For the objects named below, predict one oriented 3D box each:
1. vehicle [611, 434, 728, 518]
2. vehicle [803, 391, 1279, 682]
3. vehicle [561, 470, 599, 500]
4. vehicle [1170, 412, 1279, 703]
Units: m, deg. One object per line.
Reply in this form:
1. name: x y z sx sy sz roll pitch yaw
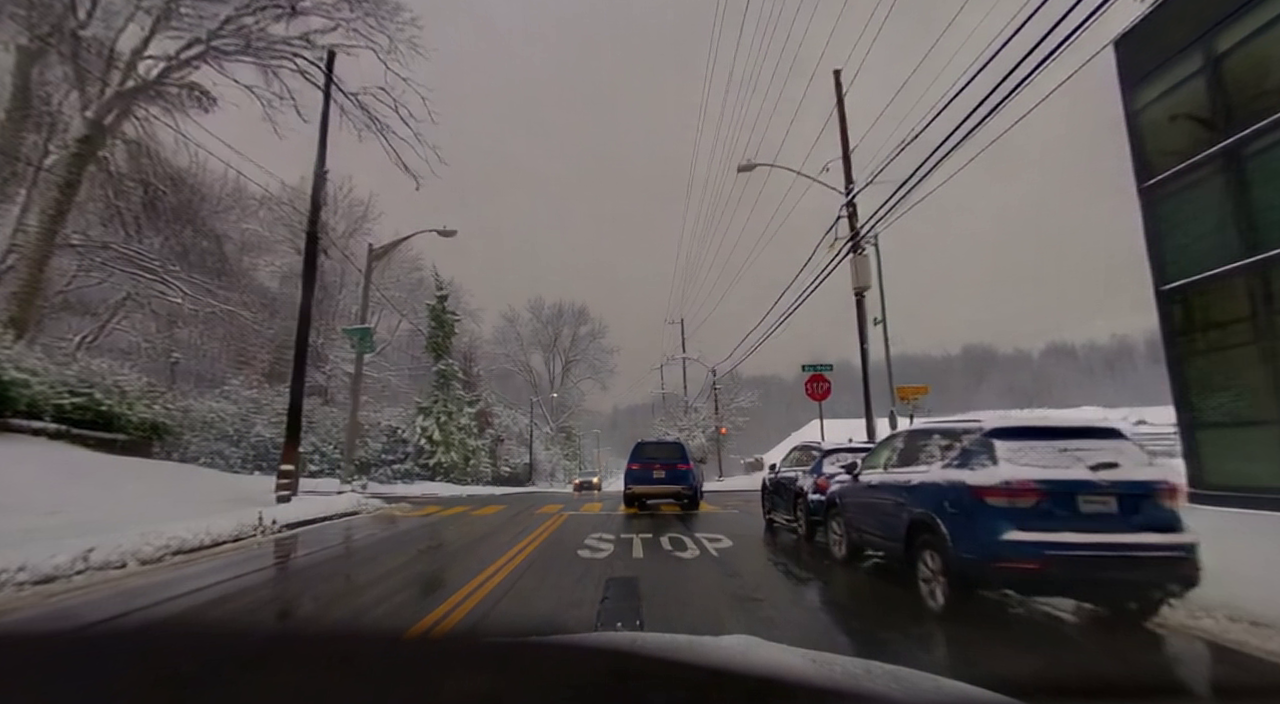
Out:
1. vehicle: 0.949 3.059 16.266 2.214 1.789 4.872 -2 -9 12
2. vehicle: 3.266 1.429 6.099 2.039 1.731 4.428 0 -8 -2
3. vehicle: -3.604 8.086 38.566 1.911 1.563 4.057 0 -8 0
4. vehicle: 3.400 0.739 0.813 1.828 1.476 3.984 0 -8 -3
